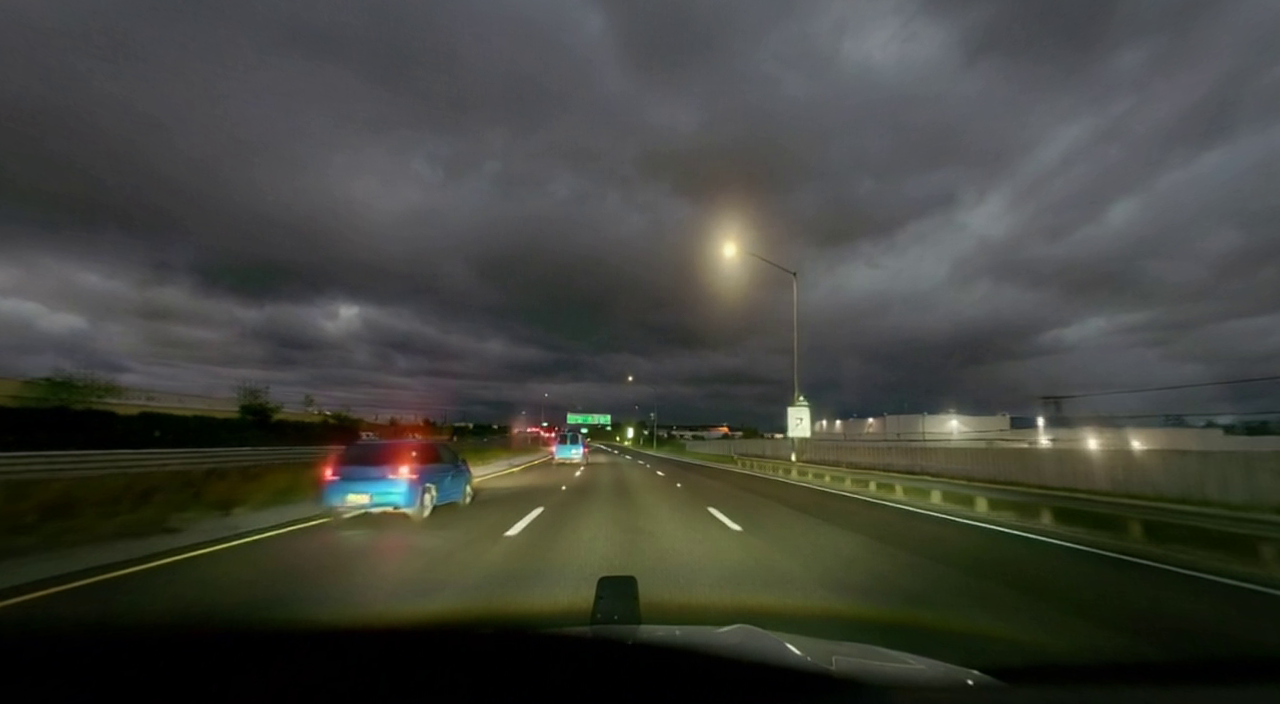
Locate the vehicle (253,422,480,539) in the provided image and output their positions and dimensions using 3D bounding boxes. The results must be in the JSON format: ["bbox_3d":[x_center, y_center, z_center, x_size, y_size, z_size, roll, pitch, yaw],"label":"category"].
[{"bbox_3d":[-4.247,2.045,10.670,2.045,1.547,4.162,0,-8,-1],"label":"vehicle"}]

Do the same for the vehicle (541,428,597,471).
[{"bbox_3d":[-3.417,4.790,31.147,2.260,1.901,4.665,-1,-8,-1],"label":"vehicle"}]

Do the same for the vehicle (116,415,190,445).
[{"bbox_3d":[-37.845,6.036,49.046,2.103,2.009,4.997,6,-7,-7],"label":"vehicle"}]
